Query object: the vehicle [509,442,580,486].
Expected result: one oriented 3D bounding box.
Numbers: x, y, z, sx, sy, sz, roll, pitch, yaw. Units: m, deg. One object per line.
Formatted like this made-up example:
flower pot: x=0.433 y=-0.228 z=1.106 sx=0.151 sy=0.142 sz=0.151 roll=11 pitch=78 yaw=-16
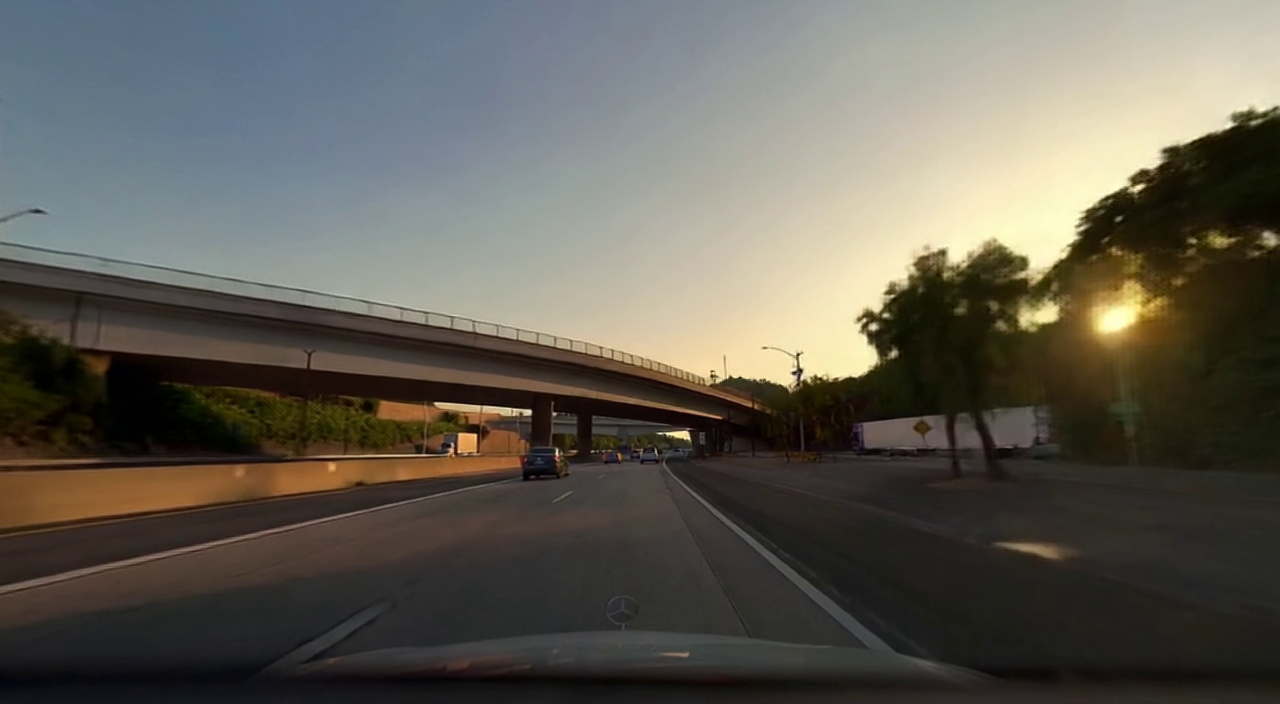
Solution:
vehicle: x=-4.009 y=4.797 z=27.247 sx=2.263 sy=1.696 sz=4.321 roll=0 pitch=-9 yaw=1
